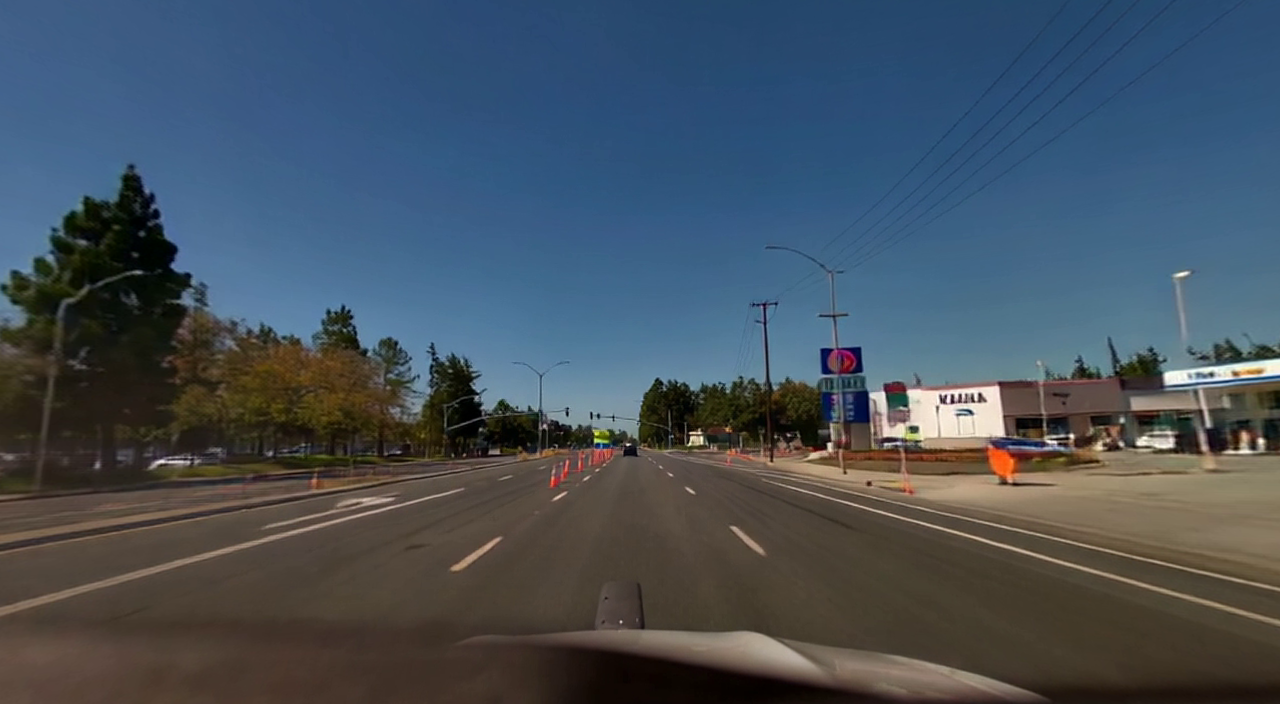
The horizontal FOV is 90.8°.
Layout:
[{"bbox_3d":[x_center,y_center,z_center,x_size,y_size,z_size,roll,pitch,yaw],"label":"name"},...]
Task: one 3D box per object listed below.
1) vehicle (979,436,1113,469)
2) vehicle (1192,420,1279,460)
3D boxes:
[{"bbox_3d":[18.310,4.527,28.626,4.674,1.399,1.987,0,-8,0],"label":"vehicle"},{"bbox_3d":[30.320,4.283,30.771,4.628,1.817,1.996,-2,-8,10],"label":"vehicle"}]
